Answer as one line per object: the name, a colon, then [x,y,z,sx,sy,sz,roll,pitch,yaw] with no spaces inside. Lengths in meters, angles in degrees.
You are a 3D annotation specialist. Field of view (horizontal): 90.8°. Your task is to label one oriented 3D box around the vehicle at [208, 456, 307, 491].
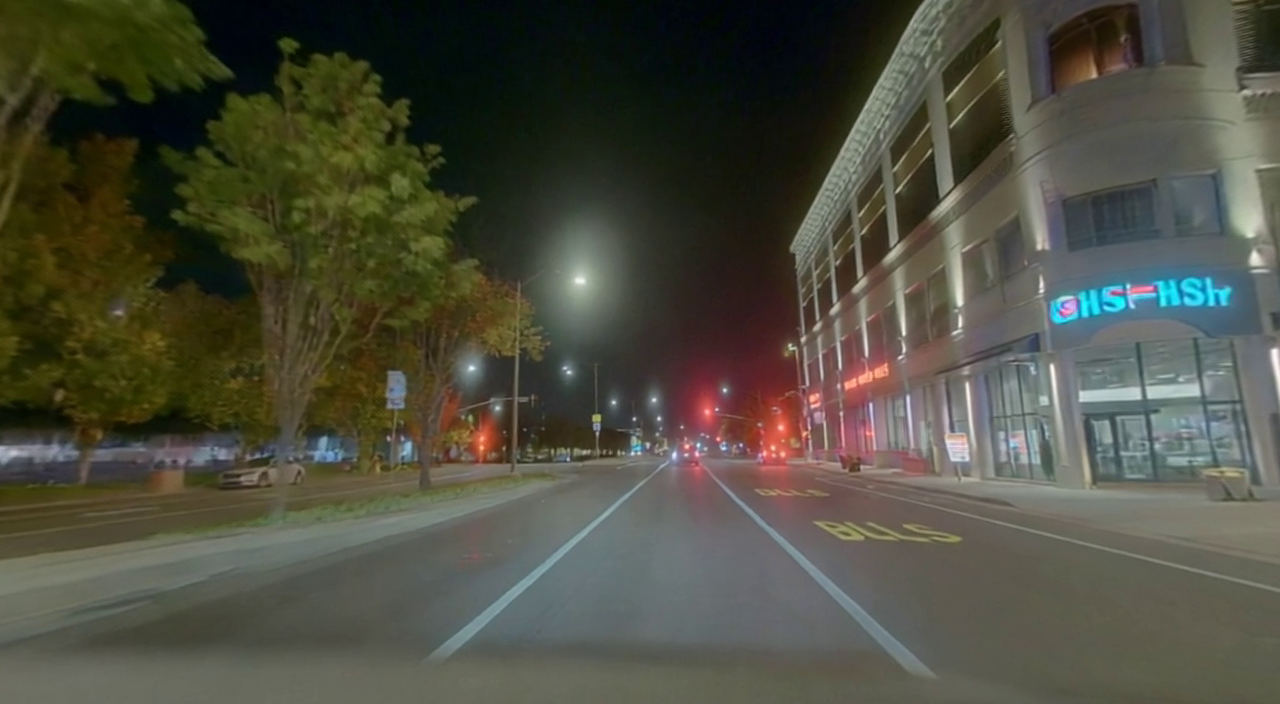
vehicle: [-18.691,5.926,31.149,1.840,1.440,4.442,-3,-9,4]
